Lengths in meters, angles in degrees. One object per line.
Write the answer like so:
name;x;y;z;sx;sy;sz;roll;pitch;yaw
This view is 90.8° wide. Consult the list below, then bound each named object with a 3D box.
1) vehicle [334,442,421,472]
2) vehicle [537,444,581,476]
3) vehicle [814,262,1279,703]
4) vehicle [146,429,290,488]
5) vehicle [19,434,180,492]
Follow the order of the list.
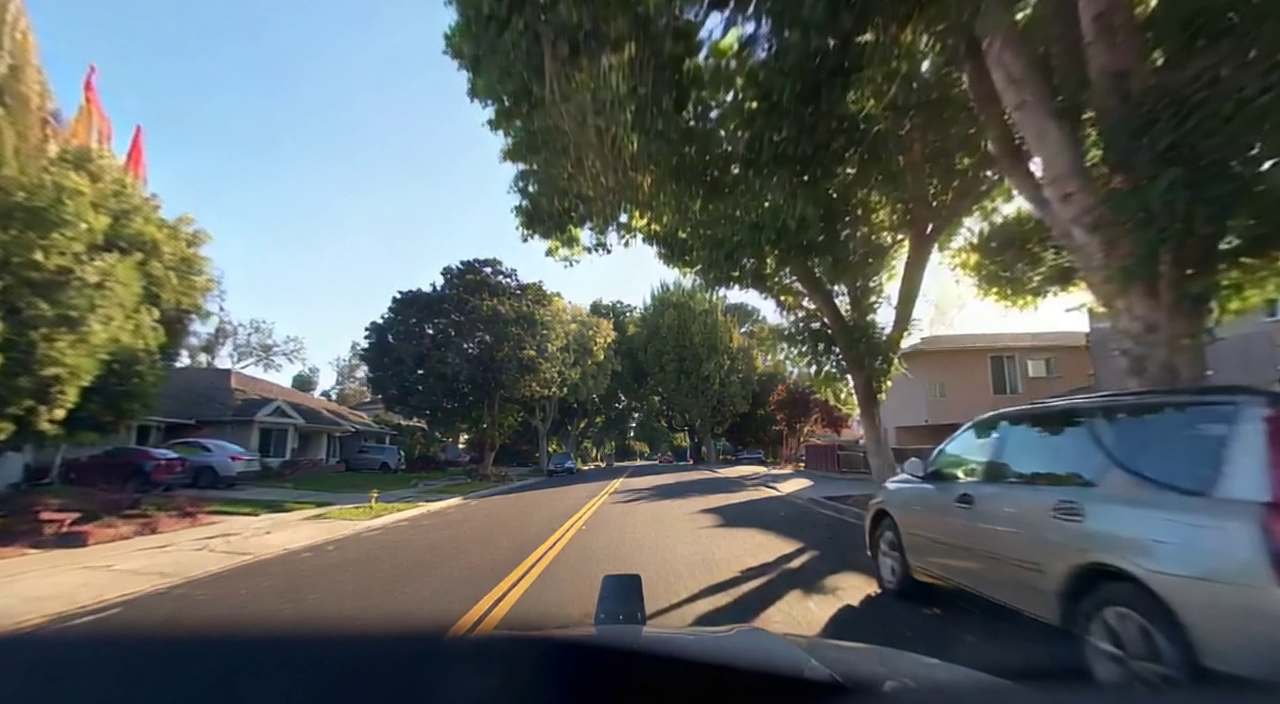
vehicle;-14.181;5.665;34.028;4.668;1.491;1.941;-6;-10;32
vehicle;-5.099;6.938;40.234;1.924;1.765;4.542;-4;-11;2
vehicle;2.894;0.978;3.920;2.150;1.811;5.461;-1;-8;1
vehicle;-14.117;3.540;21.114;4.537;1.751;2.051;-6;-10;29
vehicle;-16.324;3.305;19.047;4.526;1.539;2.120;-6;-10;29
